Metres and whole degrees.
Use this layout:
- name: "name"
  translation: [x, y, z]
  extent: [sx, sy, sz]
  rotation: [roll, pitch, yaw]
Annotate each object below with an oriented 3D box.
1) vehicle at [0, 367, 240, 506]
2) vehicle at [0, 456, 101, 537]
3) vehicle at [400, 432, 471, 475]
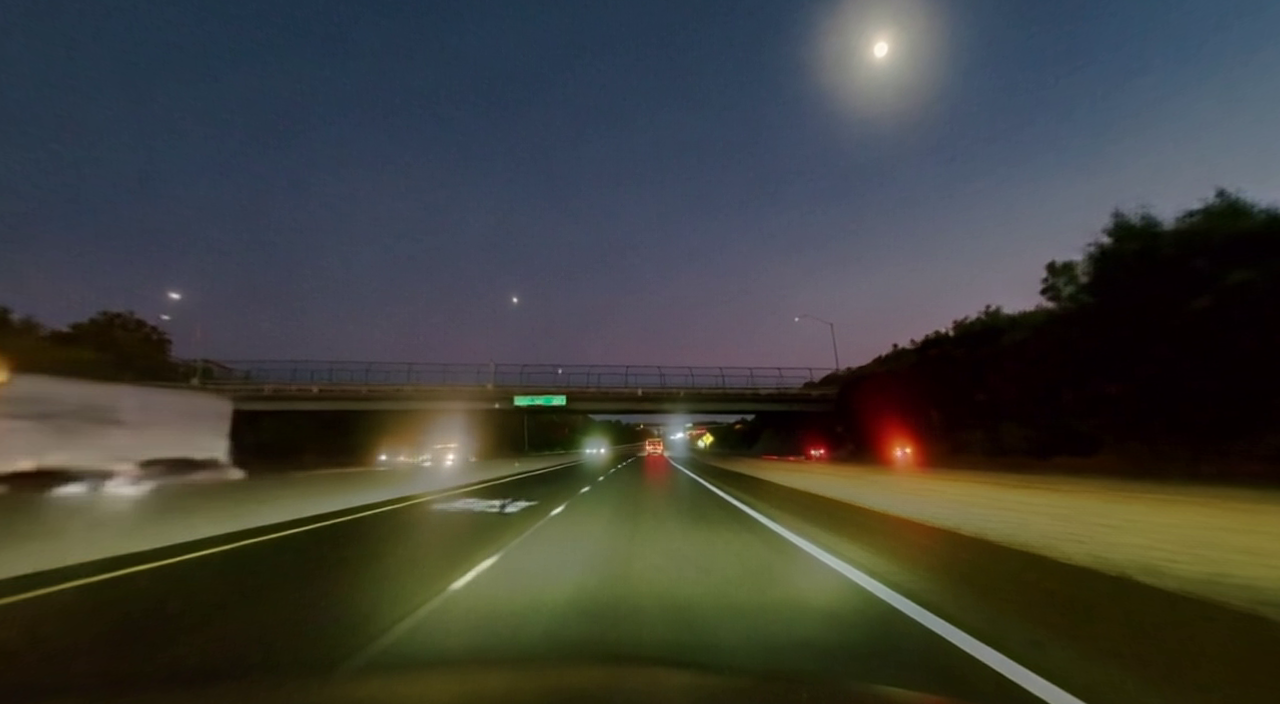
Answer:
- name: "vehicle"
  translation: [-20.320, 3.059, 22.202]
  extent: [2.930, 4.046, 14.334]
  rotation: [0, -9, 1]
- name: "vehicle"
  translation: [-12.817, 2.687, 11.709]
  extent: [1.897, 1.461, 4.172]
  rotation: [0, -9, 0]
- name: "vehicle"
  translation: [-13.244, 6.641, 41.426]
  extent: [2.269, 2.531, 6.872]
  rotation: [0, -9, 1]
